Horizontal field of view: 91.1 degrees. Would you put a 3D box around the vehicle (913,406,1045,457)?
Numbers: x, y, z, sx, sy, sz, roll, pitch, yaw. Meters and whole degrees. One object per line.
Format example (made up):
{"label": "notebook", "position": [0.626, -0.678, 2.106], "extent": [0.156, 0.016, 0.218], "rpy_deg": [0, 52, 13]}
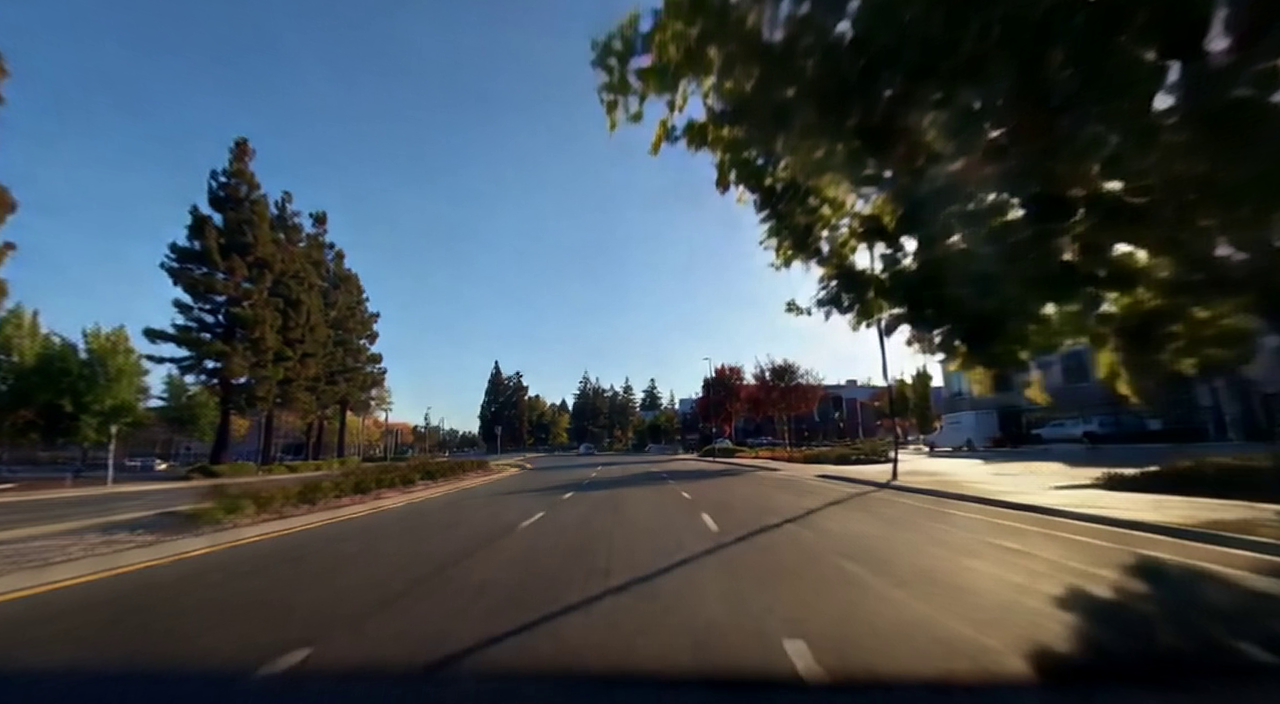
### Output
{"label": "vehicle", "position": [22.616, 5.401, 42.127], "extent": [7.144, 3.248, 2.873], "rpy_deg": [1, -9, -4]}
